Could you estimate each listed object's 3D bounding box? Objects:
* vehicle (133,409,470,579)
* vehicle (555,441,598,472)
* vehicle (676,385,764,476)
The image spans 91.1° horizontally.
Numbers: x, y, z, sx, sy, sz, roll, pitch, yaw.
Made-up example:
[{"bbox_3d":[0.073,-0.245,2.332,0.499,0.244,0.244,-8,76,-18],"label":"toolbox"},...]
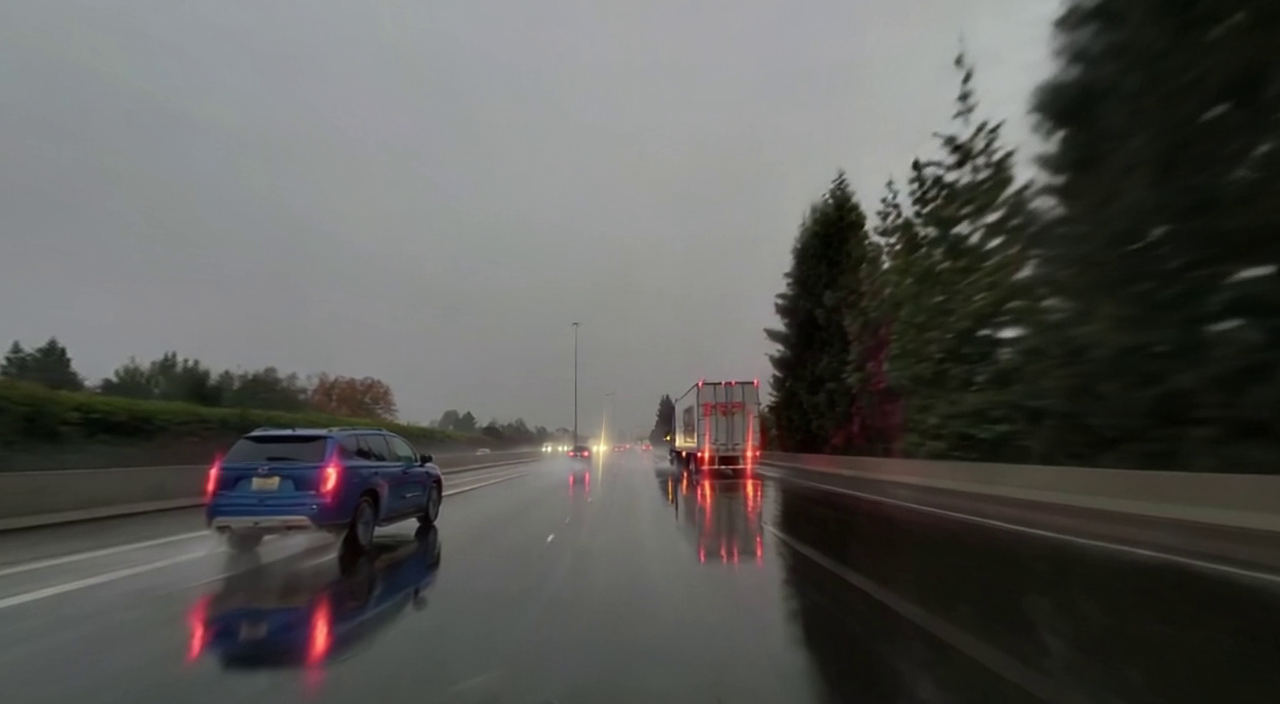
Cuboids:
[{"bbox_3d":[-4.175,1.839,8.950,2.202,1.760,4.617,0,-9,0],"label":"vehicle"},{"bbox_3d":[-3.744,6.251,37.784,2.139,1.716,4.530,0,-9,0],"label":"vehicle"},{"bbox_3d":[4.124,4.690,36.303,2.998,4.236,13.886,0,-9,-1],"label":"vehicle"}]
